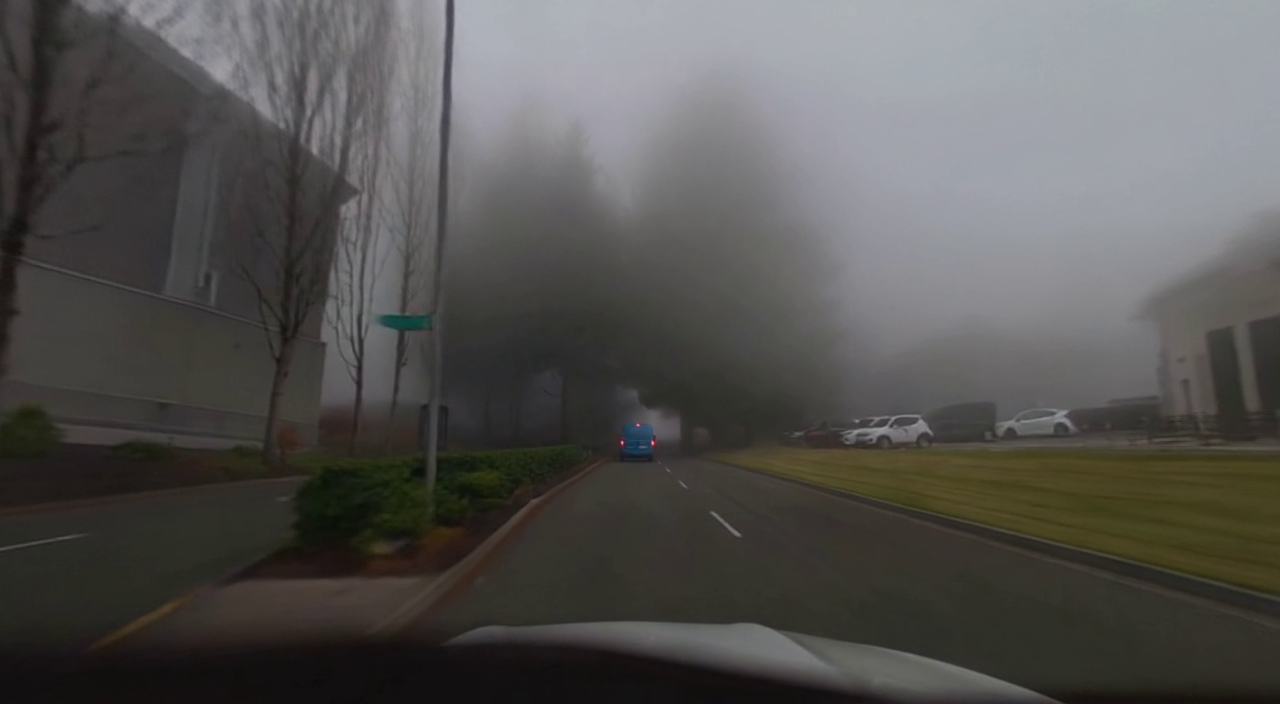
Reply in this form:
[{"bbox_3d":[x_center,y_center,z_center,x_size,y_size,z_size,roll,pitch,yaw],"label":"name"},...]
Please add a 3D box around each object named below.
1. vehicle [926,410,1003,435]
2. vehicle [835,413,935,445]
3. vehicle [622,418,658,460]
[{"bbox_3d":[22.414,4.912,43.660,4.287,1.575,1.931,1,-8,0],"label":"vehicle"},{"bbox_3d":[12.331,3.914,31.849,4.184,1.578,1.976,1,-8,-4],"label":"vehicle"},{"bbox_3d":[-0.053,6.162,44.664,2.435,2.816,5.232,0,-8,-1],"label":"vehicle"}]
